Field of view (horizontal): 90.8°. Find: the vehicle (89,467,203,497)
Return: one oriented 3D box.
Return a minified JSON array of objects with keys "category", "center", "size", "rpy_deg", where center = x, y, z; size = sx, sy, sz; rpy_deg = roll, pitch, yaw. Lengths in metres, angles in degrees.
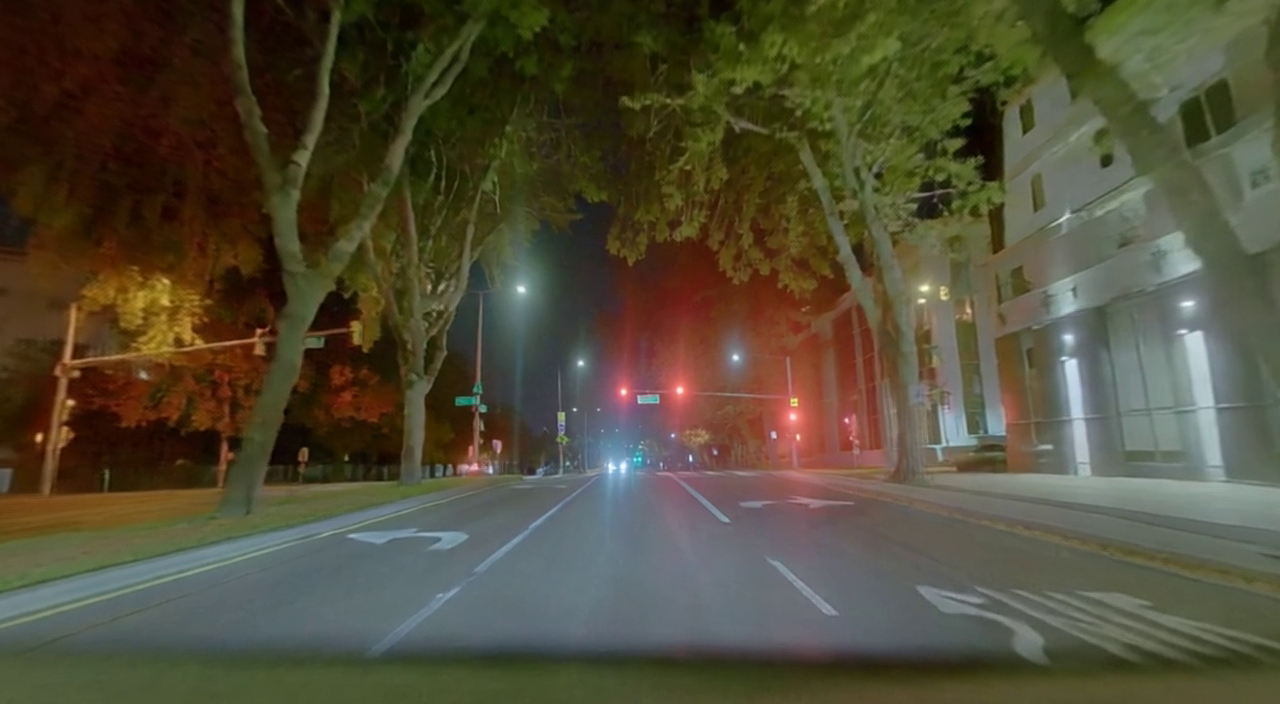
[{"category":"vehicle","center":[-28.420,7.499,36.480],"size":[4.758,1.549,2.194],"rpy_deg":[0,-8,1]}]
